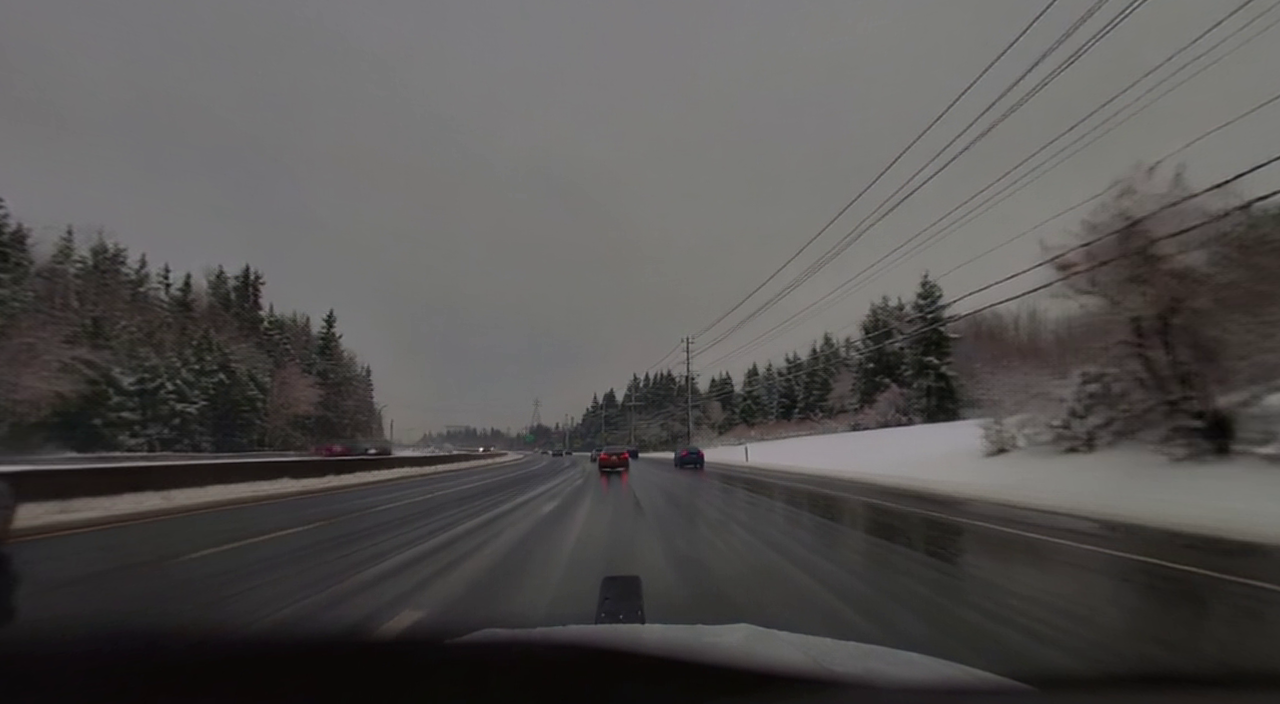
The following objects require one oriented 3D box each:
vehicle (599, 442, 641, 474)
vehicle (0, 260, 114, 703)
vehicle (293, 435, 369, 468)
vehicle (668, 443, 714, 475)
[{"bbox_3d":[-1.208,5.985,36.008,2.188,1.714,3.921,1,-8,-4],"label":"vehicle"},{"bbox_3d":[-4.064,0.323,0.337,2.475,2.152,5.837,0,-8,0],"label":"vehicle"},{"bbox_3d":[-18.353,5.960,37.886,2.292,1.825,4.903,0,-8,-3],"label":"vehicle"},{"bbox_3d":[2.573,5.520,32.808,1.789,1.503,3.897,0,-9,-4],"label":"vehicle"}]
